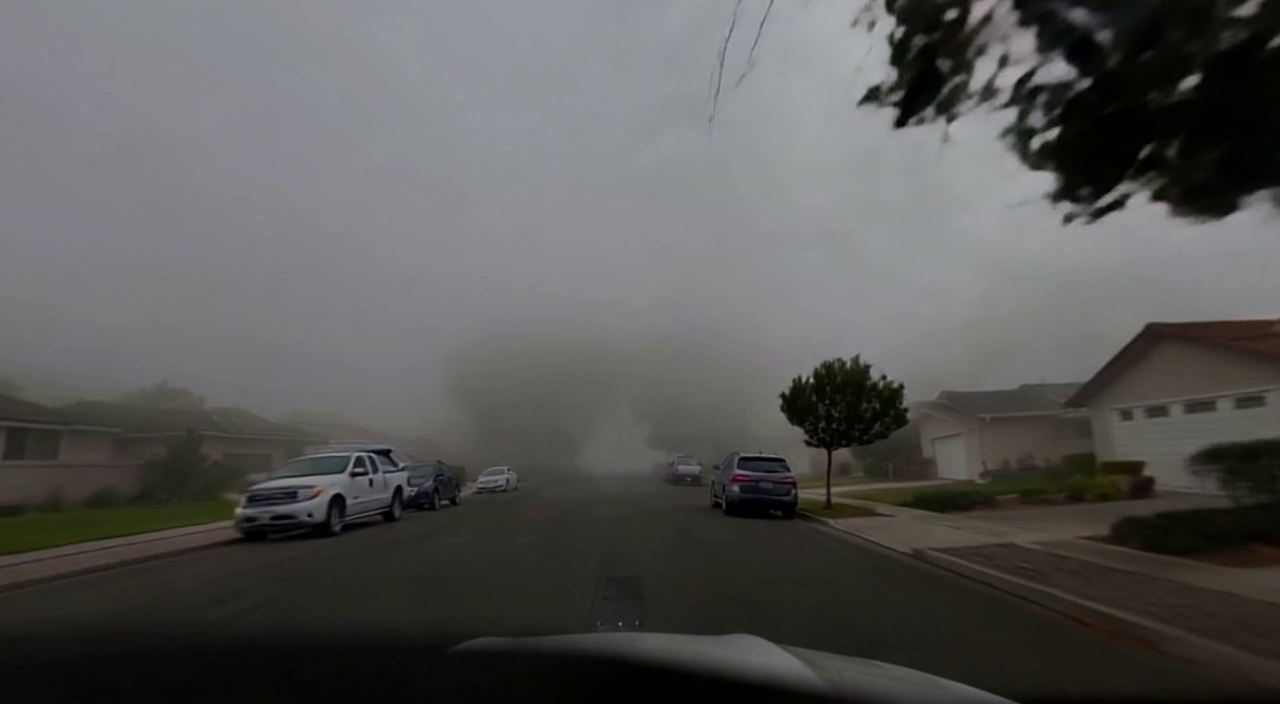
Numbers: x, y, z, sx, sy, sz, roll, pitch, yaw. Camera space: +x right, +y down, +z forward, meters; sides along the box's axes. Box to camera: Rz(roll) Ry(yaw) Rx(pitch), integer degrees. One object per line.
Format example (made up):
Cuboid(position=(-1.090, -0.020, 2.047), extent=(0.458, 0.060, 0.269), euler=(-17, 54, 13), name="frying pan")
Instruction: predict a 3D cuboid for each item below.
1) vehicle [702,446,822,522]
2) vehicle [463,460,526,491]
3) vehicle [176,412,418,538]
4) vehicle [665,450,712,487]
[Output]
Cuboid(position=(2.894, 3.229, 16.059), extent=(2.050, 1.598, 4.590), euler=(0, -8, -1), name="vehicle")
Cuboid(position=(-7.445, 6.436, 32.659), extent=(2.071, 1.481, 4.425), euler=(0, -11, 1), name="vehicle")
Cuboid(position=(-7.168, 2.830, 14.208), extent=(2.408, 2.201, 5.646), euler=(-1, -13, -2), name="vehicle")
Cuboid(position=(2.657, 6.519, 35.633), extent=(2.262, 1.870, 4.948), euler=(0, -8, 0), name="vehicle")
